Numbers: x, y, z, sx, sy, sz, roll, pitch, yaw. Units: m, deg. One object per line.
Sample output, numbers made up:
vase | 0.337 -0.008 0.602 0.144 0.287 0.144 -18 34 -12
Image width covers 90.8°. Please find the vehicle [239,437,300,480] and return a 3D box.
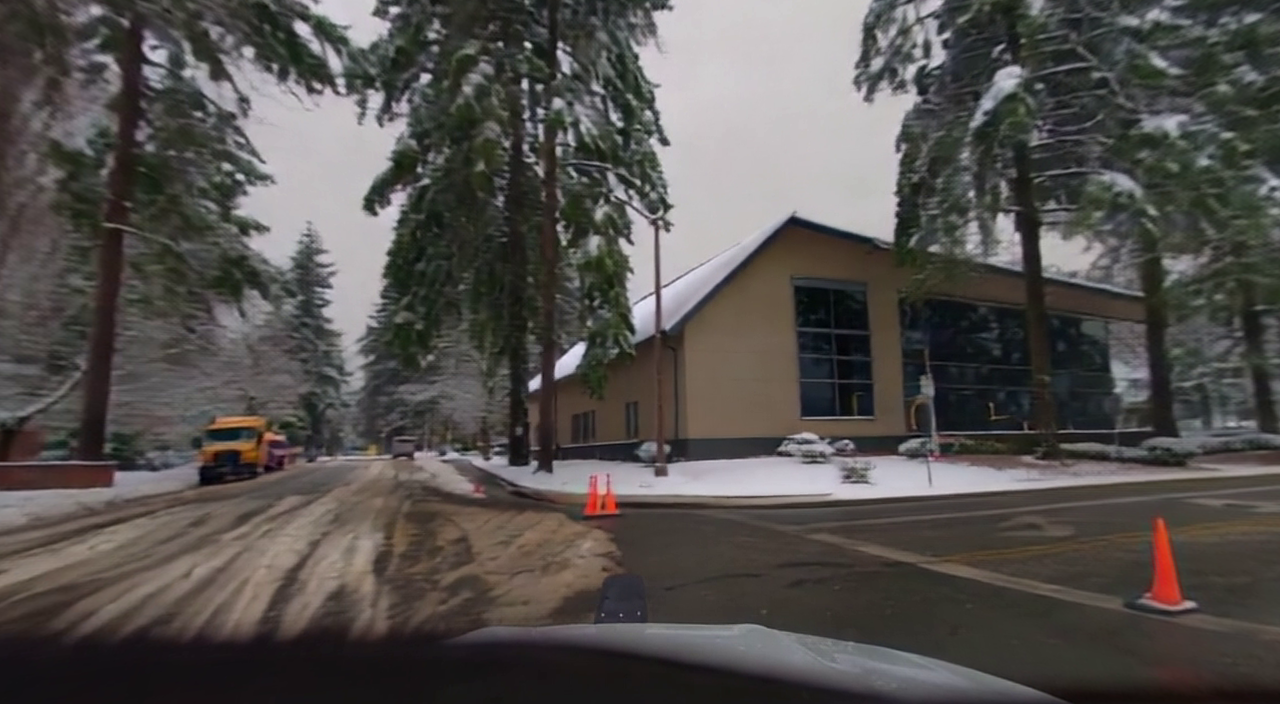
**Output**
vehicle | -27.994 8.002 48.073 2.510 2.889 6.493 1 -7 -17
